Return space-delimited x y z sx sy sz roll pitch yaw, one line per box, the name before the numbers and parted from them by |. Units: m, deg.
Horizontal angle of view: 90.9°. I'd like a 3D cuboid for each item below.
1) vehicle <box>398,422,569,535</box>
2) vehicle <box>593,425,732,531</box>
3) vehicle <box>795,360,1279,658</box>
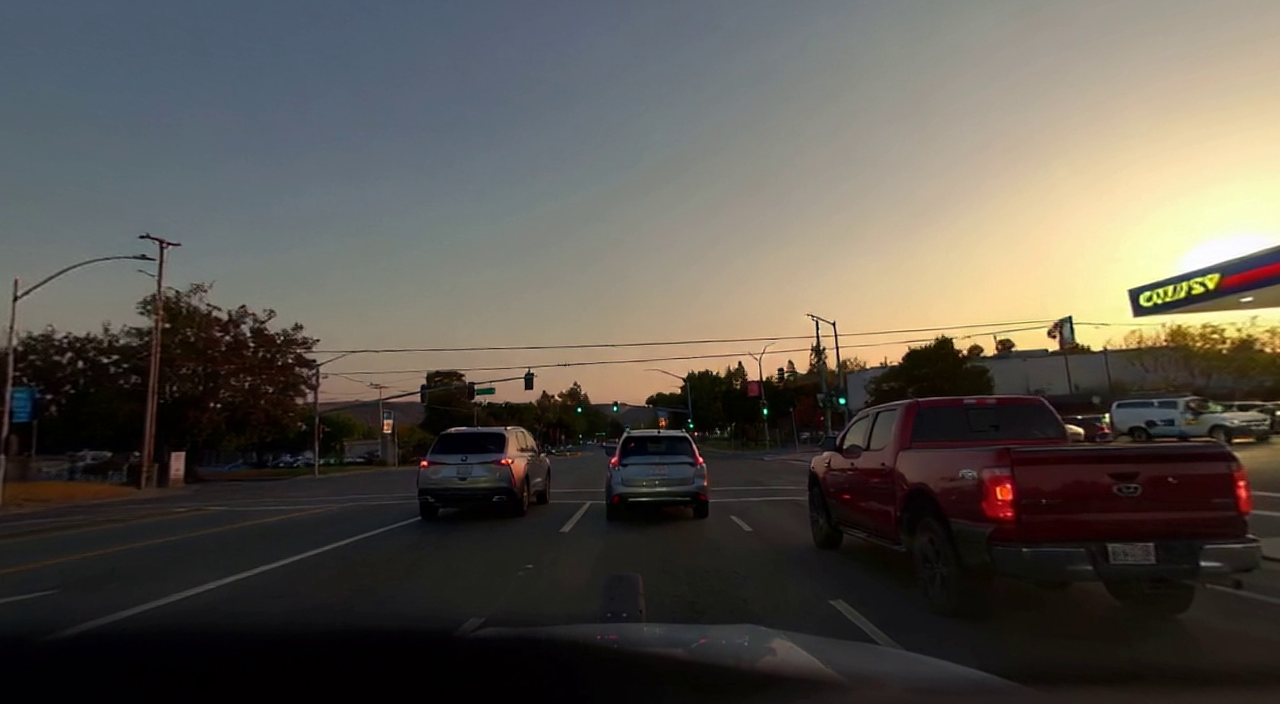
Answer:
vehicle | -2.699 2.298 12.060 2.019 1.731 4.299 0 -8 2
vehicle | 0.342 2.285 11.991 2.181 1.650 4.083 0 -8 0
vehicle | 3.423 1.367 6.685 2.161 1.868 5.321 0 -8 0
